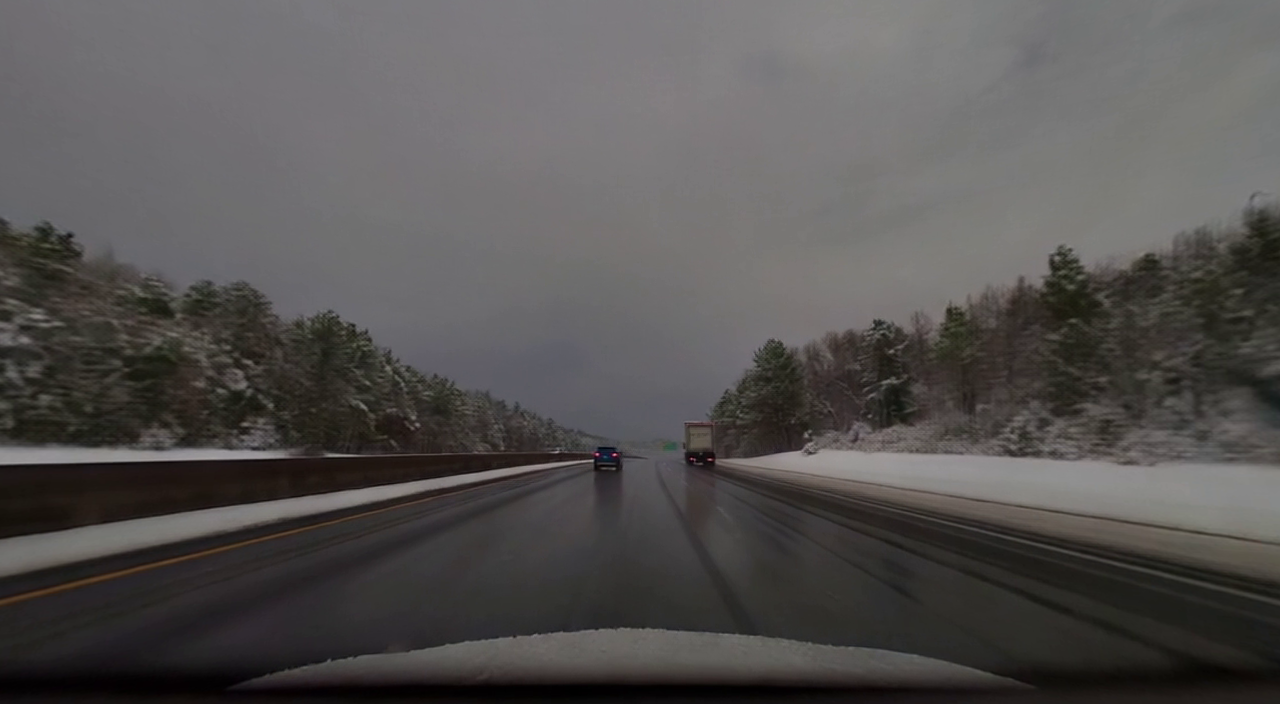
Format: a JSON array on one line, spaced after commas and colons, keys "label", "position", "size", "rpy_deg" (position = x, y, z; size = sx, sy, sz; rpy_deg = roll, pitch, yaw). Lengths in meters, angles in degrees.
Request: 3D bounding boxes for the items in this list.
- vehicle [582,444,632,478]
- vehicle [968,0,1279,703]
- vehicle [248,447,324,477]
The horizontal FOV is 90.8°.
[{"label": "vehicle", "position": [-1.659, 5.792, 33.618], "size": [2.297, 1.683, 4.385], "rpy_deg": [0, -9, 2]}, {"label": "vehicle", "position": [4.162, -0.312, 1.769], "size": [3.014, 3.921, 6.052], "rpy_deg": [0, -9, -1]}, {"label": "vehicle", "position": [-21.174, 6.585, 37.957], "size": [2.143, 1.649, 4.057], "rpy_deg": [0, -9, 0]}]
